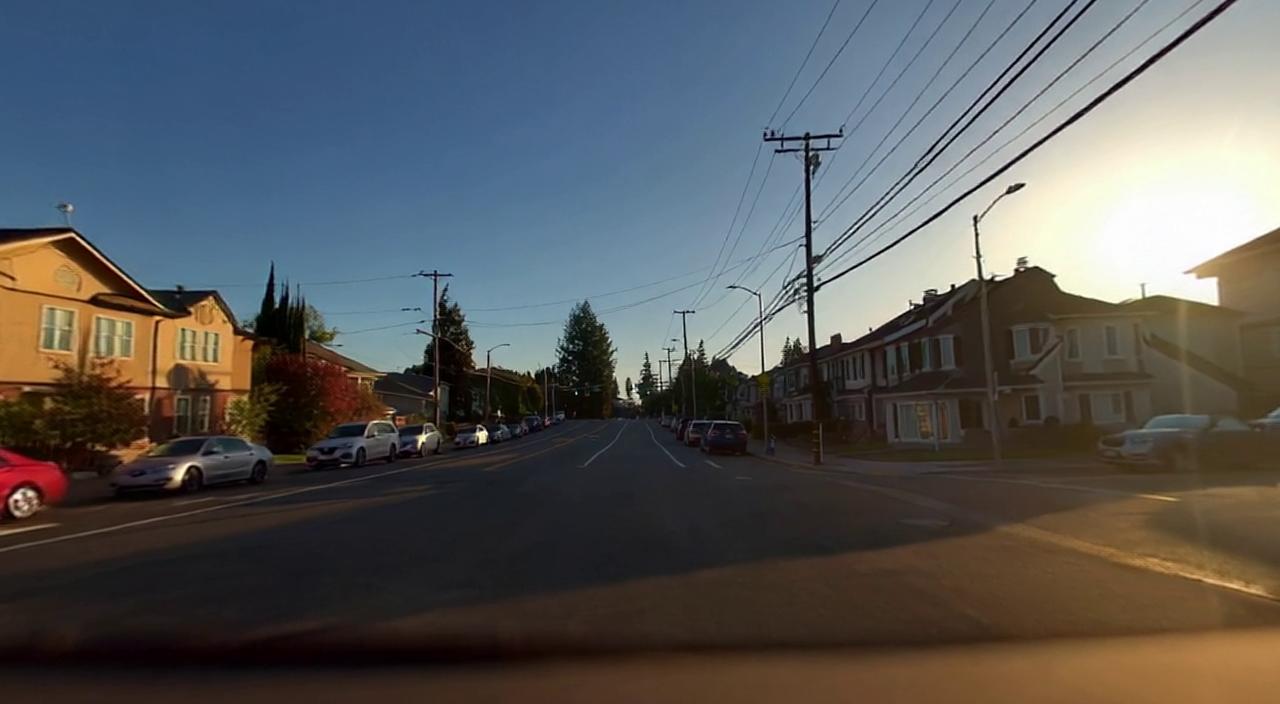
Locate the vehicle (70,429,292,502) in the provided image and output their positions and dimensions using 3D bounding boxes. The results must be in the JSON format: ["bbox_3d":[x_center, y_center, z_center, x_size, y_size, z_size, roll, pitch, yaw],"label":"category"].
[{"bbox_3d":[-11.153,2.776,15.927,2.082,1.540,4.654,0,-8,0],"label":"vehicle"}]

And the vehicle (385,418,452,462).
[{"bbox_3d":[-11.334,4.457,32.600,1.926,1.998,4.447,-4,-6,-1],"label":"vehicle"}]

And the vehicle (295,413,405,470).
[{"bbox_3d":[-11.138,3.510,24.708,2.056,1.980,4.763,0,-8,-1],"label":"vehicle"}]

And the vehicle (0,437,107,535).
[{"bbox_3d":[-11.058,2.045,9.460,1.970,1.523,4.702,-1,-8,1],"label":"vehicle"}]

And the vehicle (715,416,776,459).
[{"bbox_3d":[4.367,3.642,26.758,1.867,1.680,4.176,0,-8,0],"label":"vehicle"}]

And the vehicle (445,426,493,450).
[{"bbox_3d":[-11.173,5.676,41.522,2.051,1.520,4.374,0,-8,-2],"label":"vehicle"}]

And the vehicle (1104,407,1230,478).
[{"bbox_3d":[13.698,2.271,16.413,2.122,1.474,4.313,-9,-8,41],"label":"vehicle"}]
